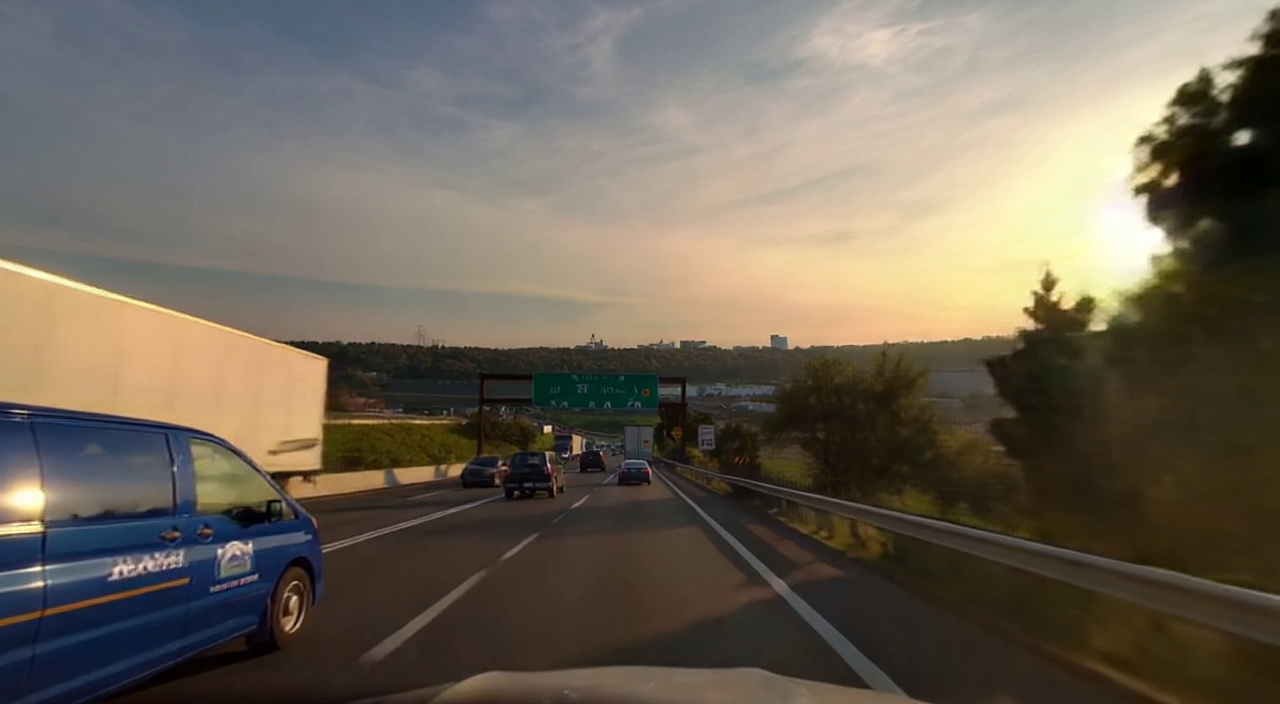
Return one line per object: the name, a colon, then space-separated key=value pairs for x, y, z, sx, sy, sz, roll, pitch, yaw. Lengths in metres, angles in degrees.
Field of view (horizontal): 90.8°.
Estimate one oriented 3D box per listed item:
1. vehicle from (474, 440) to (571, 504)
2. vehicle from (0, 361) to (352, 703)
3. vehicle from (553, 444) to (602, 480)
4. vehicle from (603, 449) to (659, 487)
vehicle: x=-3.204 y=3.349 z=18.086 sx=1.937 sy=1.600 sz=4.141 roll=-1 pitch=-9 yaw=1
vehicle: x=-3.314 y=0.948 z=2.583 sx=2.117 sy=1.688 sz=4.582 roll=0 pitch=-9 yaw=0
vehicle: x=-3.099 y=5.550 z=32.031 sx=1.994 sy=1.663 sz=4.047 roll=-1 pitch=-9 yaw=1
vehicle: x=-0.331 y=4.635 z=25.554 sx=2.095 sy=1.393 sz=3.908 roll=0 pitch=-9 yaw=0
